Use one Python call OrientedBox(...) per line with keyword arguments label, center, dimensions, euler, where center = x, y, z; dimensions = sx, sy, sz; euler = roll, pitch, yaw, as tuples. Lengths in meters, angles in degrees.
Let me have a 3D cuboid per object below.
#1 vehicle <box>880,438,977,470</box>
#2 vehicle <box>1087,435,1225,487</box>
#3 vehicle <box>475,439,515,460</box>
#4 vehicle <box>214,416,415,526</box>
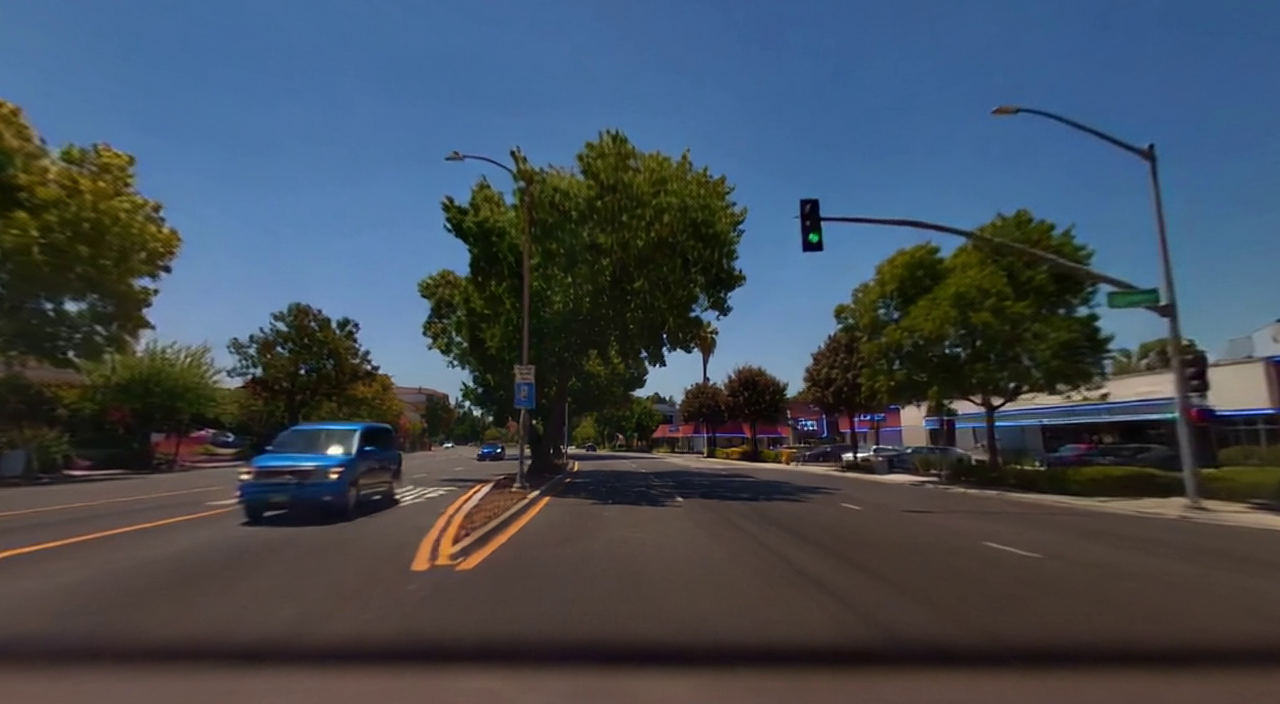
OrientedBox(label="vehicle", center=(16.473, 5.850, 36.221), dimensions=(4.481, 1.685, 2.195), euler=(2, -9, -5))
OrientedBox(label="vehicle", center=(20.394, 4.236, 24.911), dimensions=(5.672, 1.821, 2.180), euler=(5, -9, -30))
OrientedBox(label="vehicle", center=(-10.851, 7.340, 47.629), dimensions=(2.094, 1.485, 4.446), euler=(1, -8, -2))
OrientedBox(label="vehicle", center=(-6.009, 2.224, 12.434), dimensions=(2.057, 1.709, 4.590), euler=(2, -8, -9))
